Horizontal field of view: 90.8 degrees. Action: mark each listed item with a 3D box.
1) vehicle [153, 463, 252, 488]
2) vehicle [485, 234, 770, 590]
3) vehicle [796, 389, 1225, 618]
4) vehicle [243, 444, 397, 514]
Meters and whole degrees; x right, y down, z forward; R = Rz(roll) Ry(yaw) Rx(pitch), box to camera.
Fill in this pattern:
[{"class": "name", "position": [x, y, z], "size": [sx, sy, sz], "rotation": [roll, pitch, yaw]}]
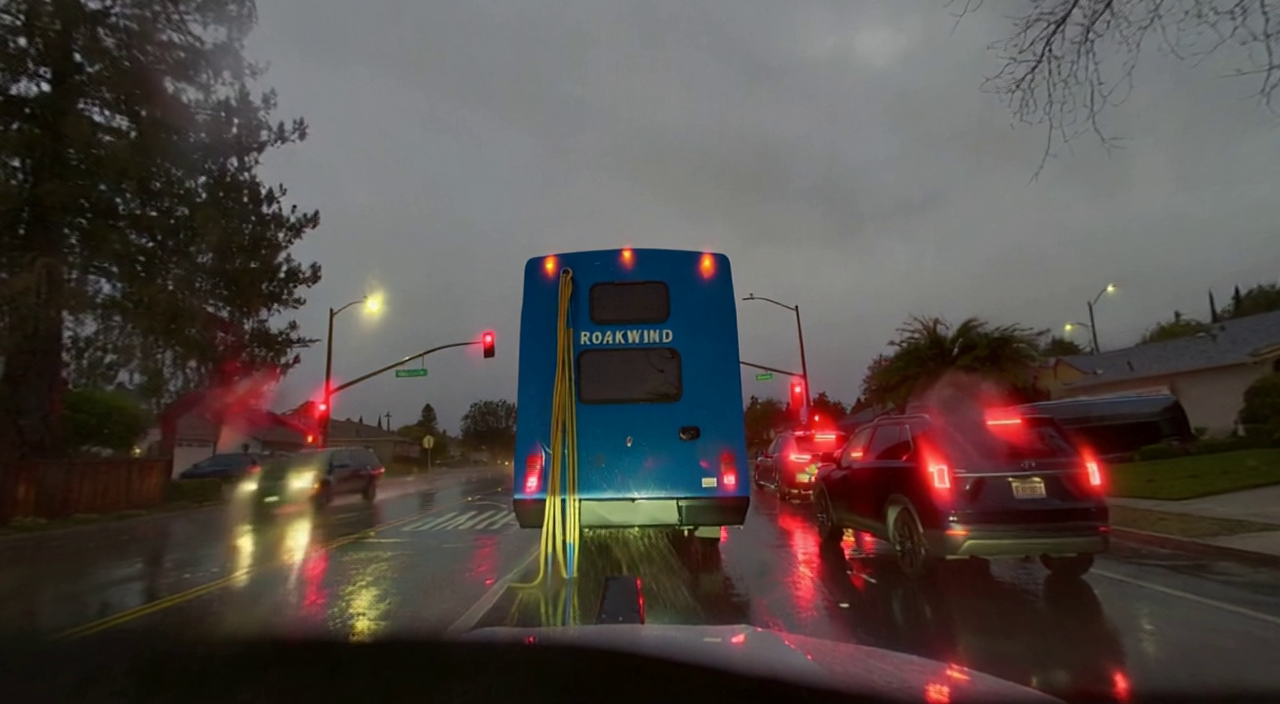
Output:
[{"class": "vehicle", "position": [-28.827, 8.135, 41.763], "size": [4.954, 1.506, 2.014], "rotation": [0, -9, -3]}, {"class": "vehicle", "position": [-0.113, 1.130, 10.333], "size": [2.709, 3.511, 8.213], "rotation": [0, -9, 0]}, {"class": "vehicle", "position": [3.403, 1.493, 7.136], "size": [2.104, 1.735, 4.408], "rotation": [0, -9, 0]}, {"class": "vehicle", "position": [-8.881, 3.525, 18.090], "size": [2.110, 1.713, 4.449], "rotation": [0, -9, -1]}]
